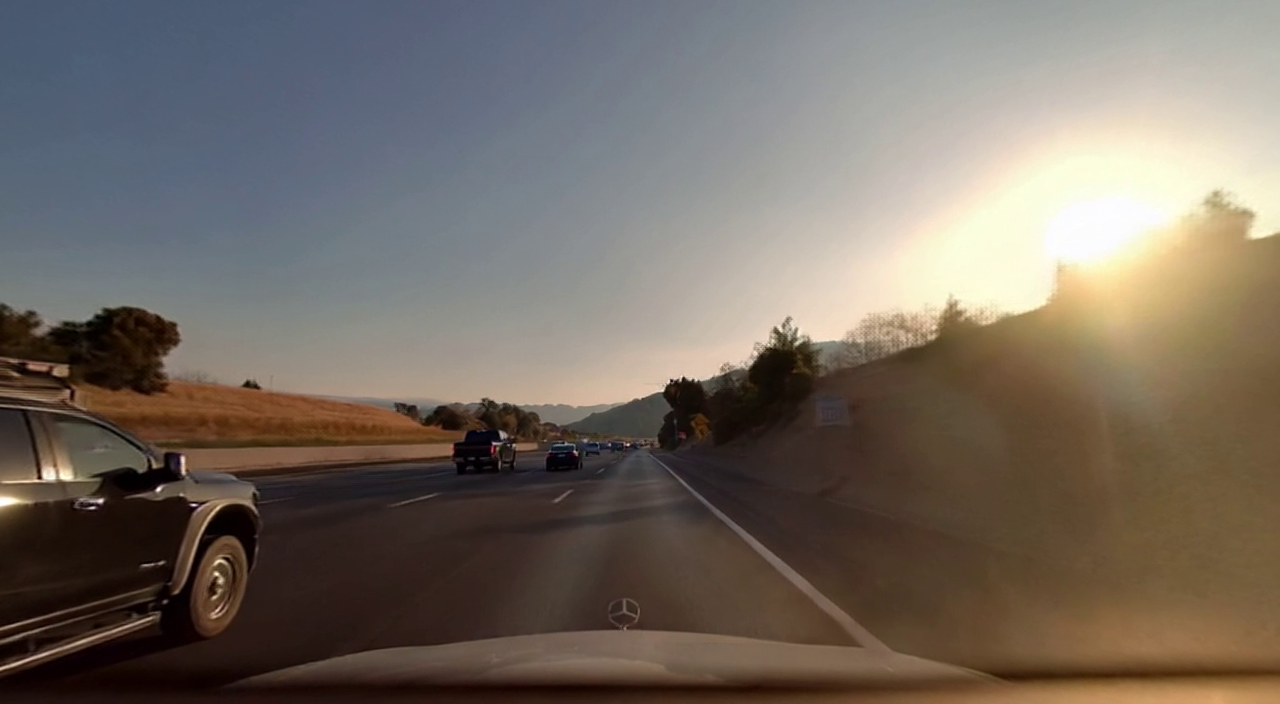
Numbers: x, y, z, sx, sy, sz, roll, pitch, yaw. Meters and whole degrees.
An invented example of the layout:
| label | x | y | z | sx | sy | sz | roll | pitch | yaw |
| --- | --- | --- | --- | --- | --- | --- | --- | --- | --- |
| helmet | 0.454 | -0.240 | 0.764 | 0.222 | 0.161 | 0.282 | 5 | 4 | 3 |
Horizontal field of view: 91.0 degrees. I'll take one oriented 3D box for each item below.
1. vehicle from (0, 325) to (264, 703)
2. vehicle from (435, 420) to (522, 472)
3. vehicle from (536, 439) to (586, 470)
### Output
| label | x | y | z | sx | sy | sz | roll | pitch | yaw |
| --- | --- | --- | --- | --- | --- | --- | --- | --- | --- |
| vehicle | -4.040 | 0.693 | 2.238 | 2.200 | 1.807 | 5.041 | 0 | -9 | 1 |
| vehicle | -7.594 | 4.545 | 30.411 | 2.594 | 2.254 | 6.028 | 0 | -9 | 0 |
| vehicle | -4.072 | 5.410 | 33.249 | 2.012 | 1.509 | 4.359 | 0 | -9 | 1 |
